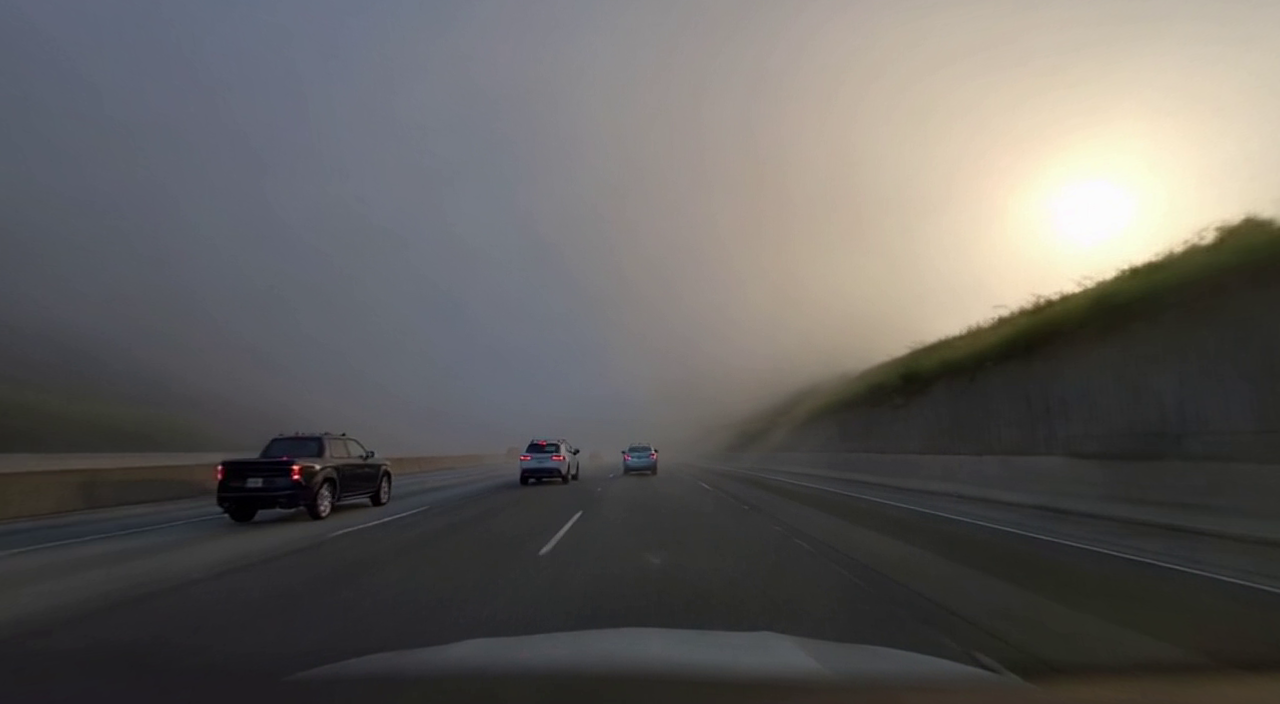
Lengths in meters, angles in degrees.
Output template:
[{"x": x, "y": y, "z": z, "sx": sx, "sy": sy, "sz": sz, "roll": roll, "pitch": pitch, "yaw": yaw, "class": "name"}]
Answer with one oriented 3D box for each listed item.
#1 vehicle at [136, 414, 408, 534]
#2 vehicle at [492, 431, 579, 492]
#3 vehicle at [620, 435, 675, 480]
[{"x": -6.706, "y": 2.294, "z": 12.474, "sx": 2.108, "sy": 1.856, "sz": 5.214, "roll": 0, "pitch": -9, "yaw": 1, "class": "vehicle"}, {"x": -3.404, "y": 3.672, "z": 21.483, "sx": 2.093, "sy": 1.820, "sz": 4.506, "roll": 0, "pitch": -9, "yaw": 1, "class": "vehicle"}, {"x": 0.292, "y": 4.603, "z": 27.716, "sx": 2.233, "sy": 1.804, "sz": 4.273, "roll": 0, "pitch": -9, "yaw": -1, "class": "vehicle"}]
